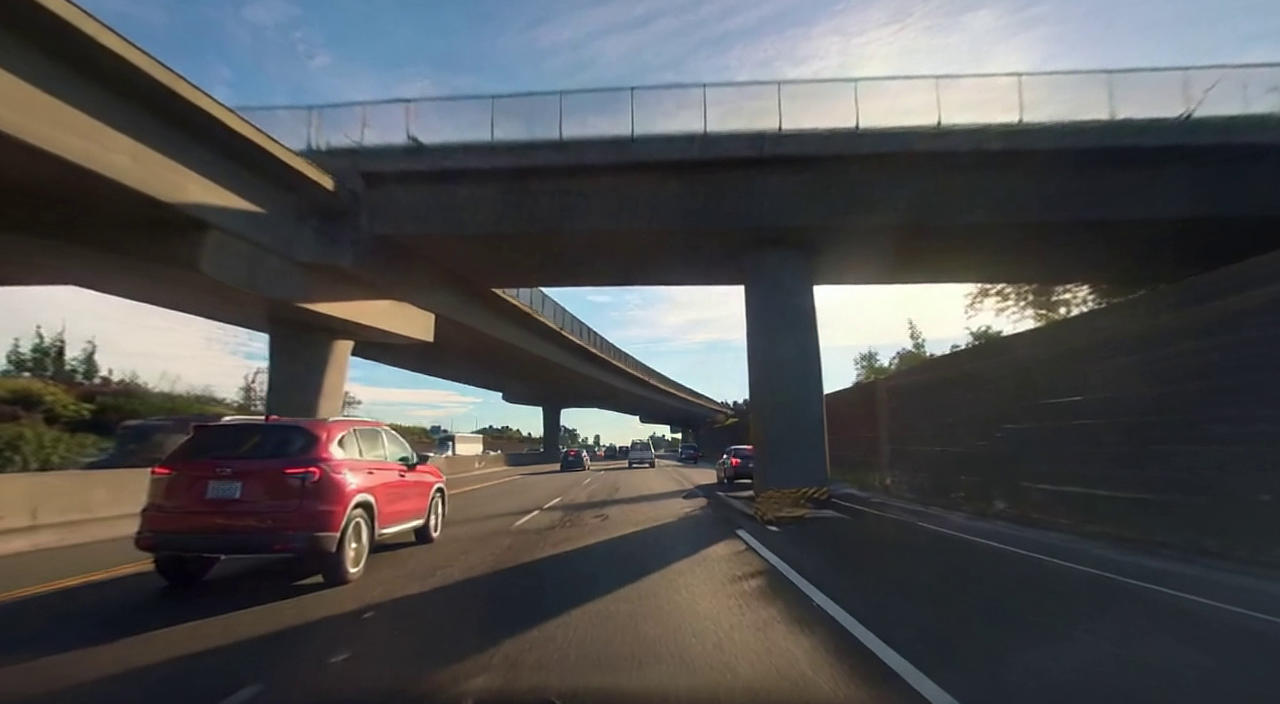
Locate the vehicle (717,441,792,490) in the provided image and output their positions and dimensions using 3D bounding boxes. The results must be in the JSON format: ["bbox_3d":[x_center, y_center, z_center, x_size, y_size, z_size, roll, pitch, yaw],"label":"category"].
[{"bbox_3d":[3.903,3.943,22.120,1.959,1.554,3.795,0,-9,0],"label":"vehicle"}]

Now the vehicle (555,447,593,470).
[{"bbox_3d":[-4.357,7.094,42.268,1.994,1.475,4.171,0,-9,1],"label":"vehicle"}]

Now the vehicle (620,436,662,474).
[{"bbox_3d":[0.068,5.638,34.632,2.155,1.909,4.529,0,-9,0],"label":"vehicle"}]

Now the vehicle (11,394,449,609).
[{"bbox_3d":[-4.062,1.567,7.496,2.089,1.751,4.515,0,-9,1],"label":"vehicle"}]
